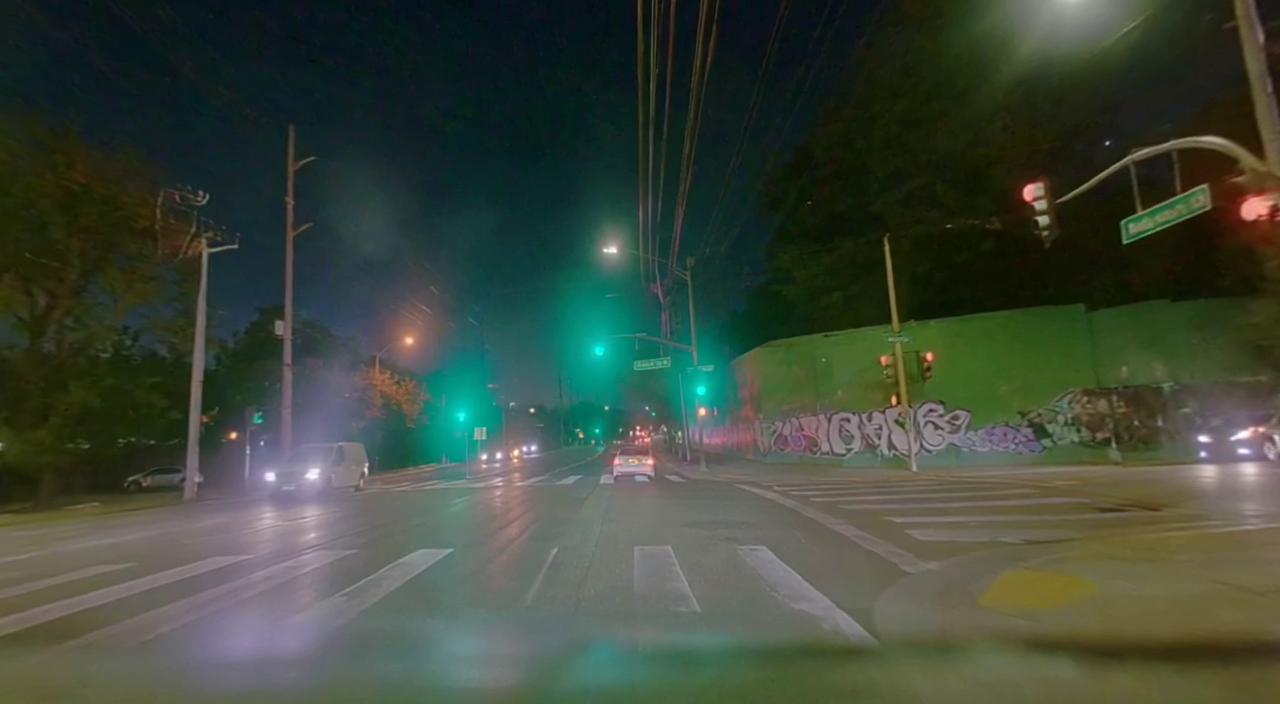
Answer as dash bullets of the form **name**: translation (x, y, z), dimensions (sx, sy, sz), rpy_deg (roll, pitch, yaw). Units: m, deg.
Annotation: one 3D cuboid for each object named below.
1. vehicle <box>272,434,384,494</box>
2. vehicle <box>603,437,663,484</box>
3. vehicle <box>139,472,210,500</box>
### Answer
- **vehicle**: translation (-15.765, 5.650, 32.556), dimensions (2.356, 2.730, 6.606), rpy_deg (0, -8, 0)
- **vehicle**: translation (-0.276, 4.091, 24.117), dimensions (2.105, 1.611, 3.750), rpy_deg (0, -8, -1)
- **vehicle**: translation (-29.877, 8.592, 40.695), dimensions (1.627, 1.383, 3.731), rpy_deg (-5, -8, 4)
